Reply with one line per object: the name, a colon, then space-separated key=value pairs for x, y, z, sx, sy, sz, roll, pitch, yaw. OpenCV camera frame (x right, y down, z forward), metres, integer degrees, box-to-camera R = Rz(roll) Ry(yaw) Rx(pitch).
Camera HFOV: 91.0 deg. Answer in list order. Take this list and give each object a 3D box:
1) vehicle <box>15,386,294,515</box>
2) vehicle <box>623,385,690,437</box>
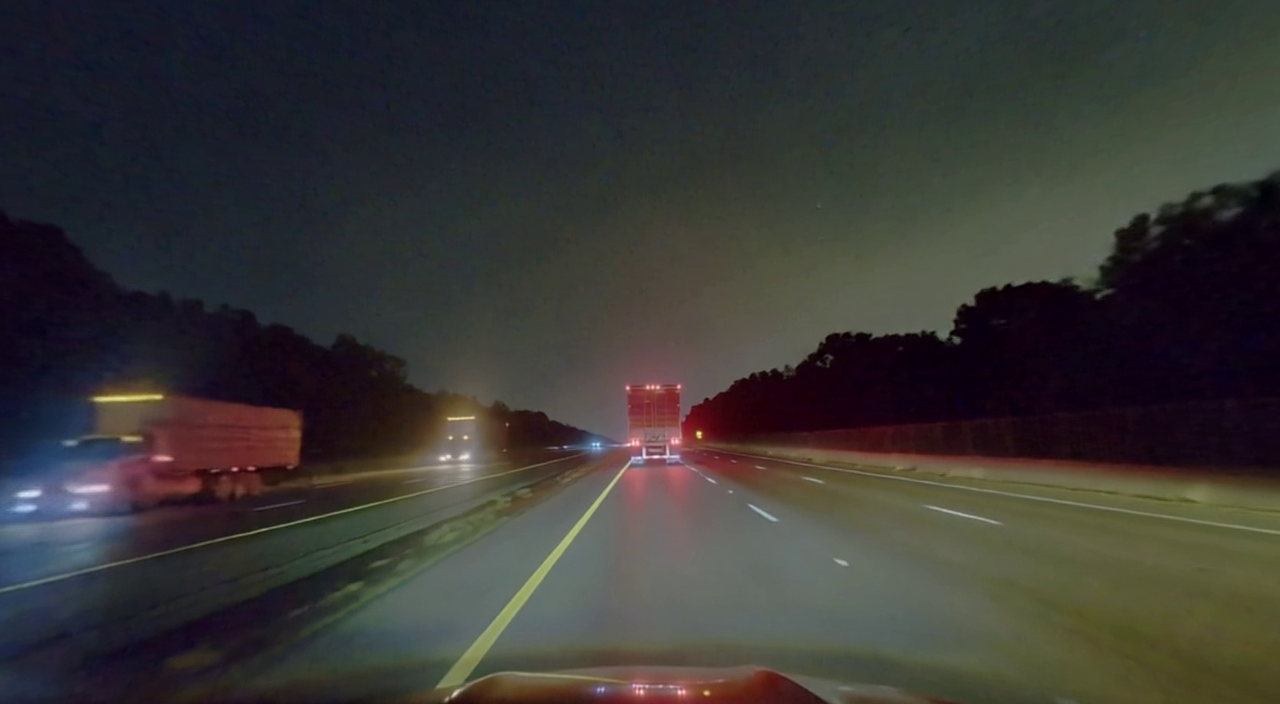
vehicle: x=-14.921 y=3.133 z=20.465 sx=2.777 sy=3.361 sz=7.671 roll=0 pitch=-8 yaw=1
vehicle: x=0.590 y=2.512 z=25.853 sx=2.509 sy=1.890 sz=4.732 roll=0 pitch=-8 yaw=-1
